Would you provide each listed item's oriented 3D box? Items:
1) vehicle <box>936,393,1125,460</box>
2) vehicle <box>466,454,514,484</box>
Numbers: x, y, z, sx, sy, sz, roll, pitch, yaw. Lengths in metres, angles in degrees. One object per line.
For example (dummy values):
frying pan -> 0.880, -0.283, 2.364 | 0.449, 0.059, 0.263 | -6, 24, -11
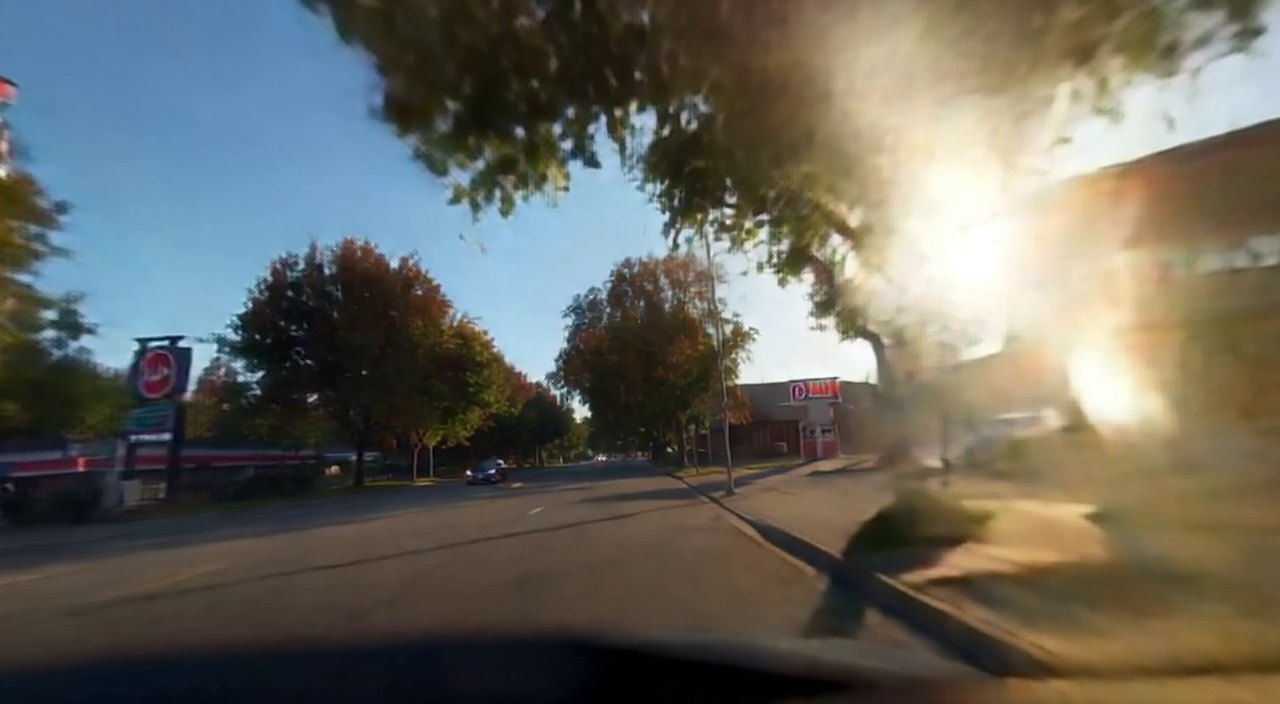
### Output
vehicle -> 12.619, 2.591, 20.899 | 1.939, 1.753, 4.974 | 5, -13, -23
vehicle -> -9.477, 7.378, 40.187 | 2.050, 1.721, 4.369 | 0, -9, -1
